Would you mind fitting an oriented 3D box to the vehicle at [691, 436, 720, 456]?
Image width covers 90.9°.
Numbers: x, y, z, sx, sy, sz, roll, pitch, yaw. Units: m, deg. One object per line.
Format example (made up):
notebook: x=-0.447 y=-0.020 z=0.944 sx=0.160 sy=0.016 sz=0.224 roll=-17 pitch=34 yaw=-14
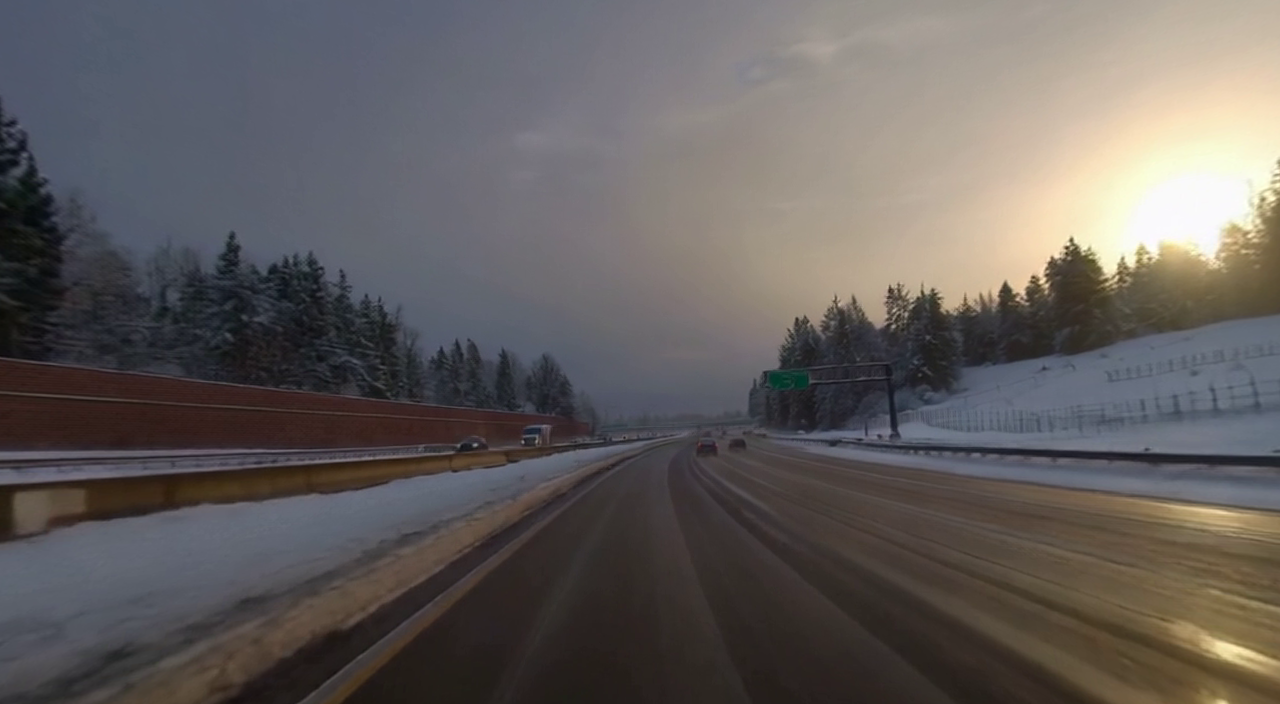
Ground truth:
vehicle: x=5.077 y=7.366 z=49.532 sx=1.926 sy=1.477 sz=4.080 roll=0 pitch=-8 yaw=2
